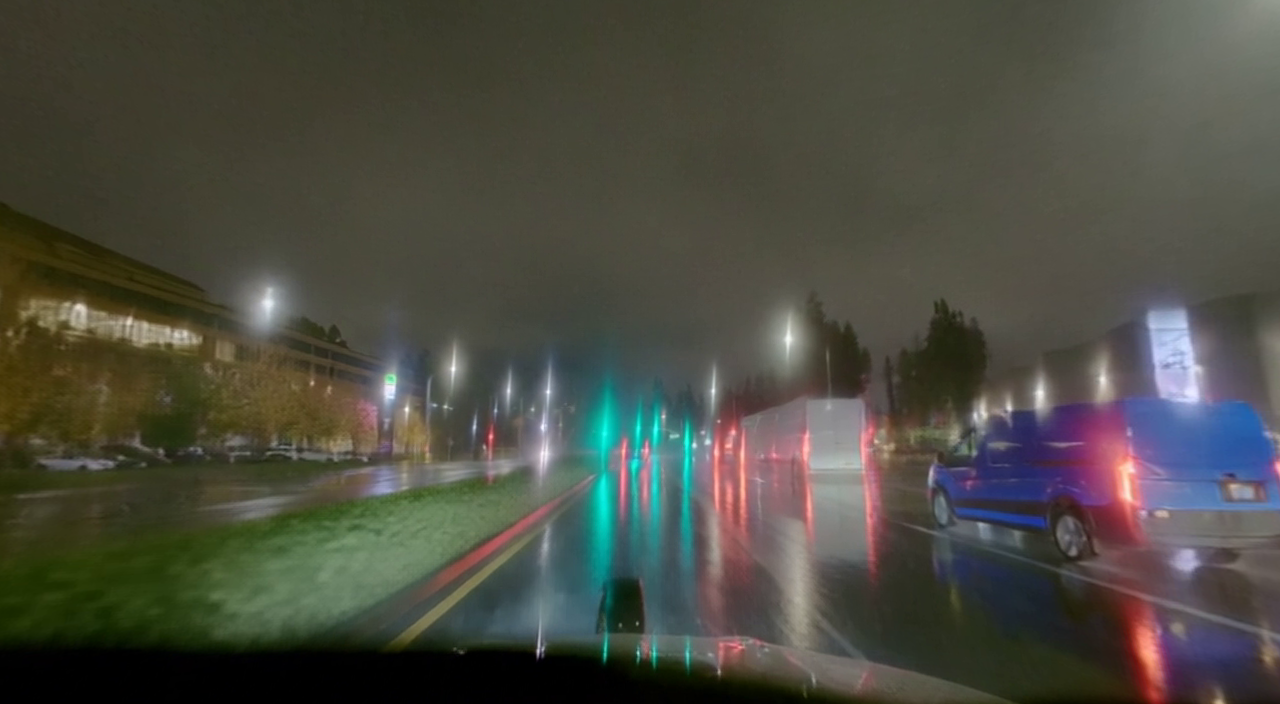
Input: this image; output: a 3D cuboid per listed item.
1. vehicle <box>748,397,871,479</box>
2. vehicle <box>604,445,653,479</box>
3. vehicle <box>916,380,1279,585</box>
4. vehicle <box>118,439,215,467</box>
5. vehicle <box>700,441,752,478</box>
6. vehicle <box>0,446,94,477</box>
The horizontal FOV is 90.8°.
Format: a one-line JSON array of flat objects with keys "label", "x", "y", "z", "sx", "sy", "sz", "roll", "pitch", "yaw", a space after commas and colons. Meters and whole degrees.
[{"label": "vehicle", "x": 9.988, "y": 5.600, "z": 40.353, "sx": 2.960, "sy": 4.109, "sz": 16.764, "roll": 0, "pitch": -9, "yaw": -1}, {"label": "vehicle", "x": -0.516, "y": 5.078, "z": 29.353, "sx": 2.095, "sy": 1.456, "sz": 3.873, "roll": 0, "pitch": -9, "yaw": -1}, {"label": "vehicle", "x": 6.727, "y": 1.772, "z": 9.439, "sx": 2.573, "sy": 2.127, "sz": 5.568, "roll": 0, "pitch": -9, "yaw": -1}, {"label": "vehicle", "x": -29.499, "y": 6.315, "z": 39.447, "sx": 4.377, "sy": 1.665, "sz": 2.129, "roll": 0, "pitch": -8, "yaw": 3}, {"label": "vehicle", "x": 4.193, "y": 5.300, "z": 31.456, "sx": 2.047, "sy": 1.711, "sz": 4.265, "roll": 0, "pitch": -9, "yaw": 1}, {"label": "vehicle", "x": -30.037, "y": 5.362, "z": 31.100, "sx": 4.345, "sy": 1.452, "sz": 2.087, "roll": 0, "pitch": -9, "yaw": -1}]
